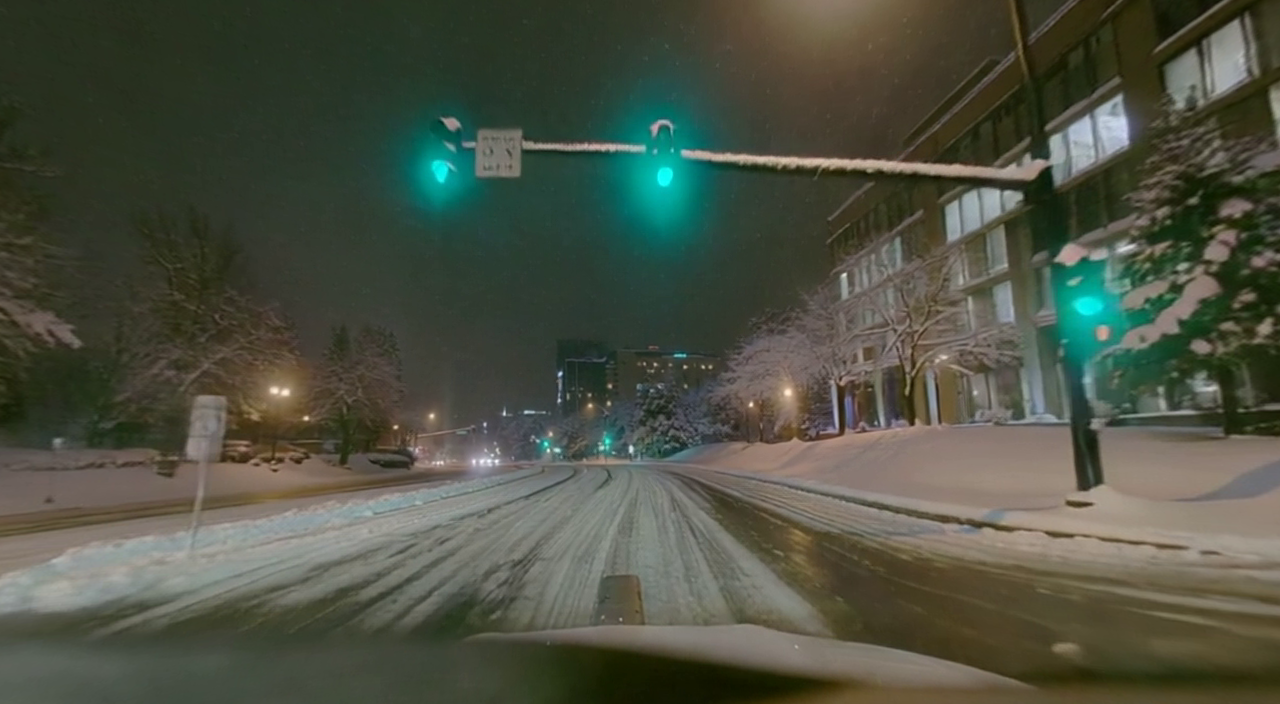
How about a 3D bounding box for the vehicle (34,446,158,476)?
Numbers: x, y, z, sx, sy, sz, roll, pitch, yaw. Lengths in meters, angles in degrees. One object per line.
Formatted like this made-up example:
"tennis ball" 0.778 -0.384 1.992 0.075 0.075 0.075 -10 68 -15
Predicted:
"vehicle" -29.004 5.810 33.676 4.652 1.489 1.992 0 -9 -2
